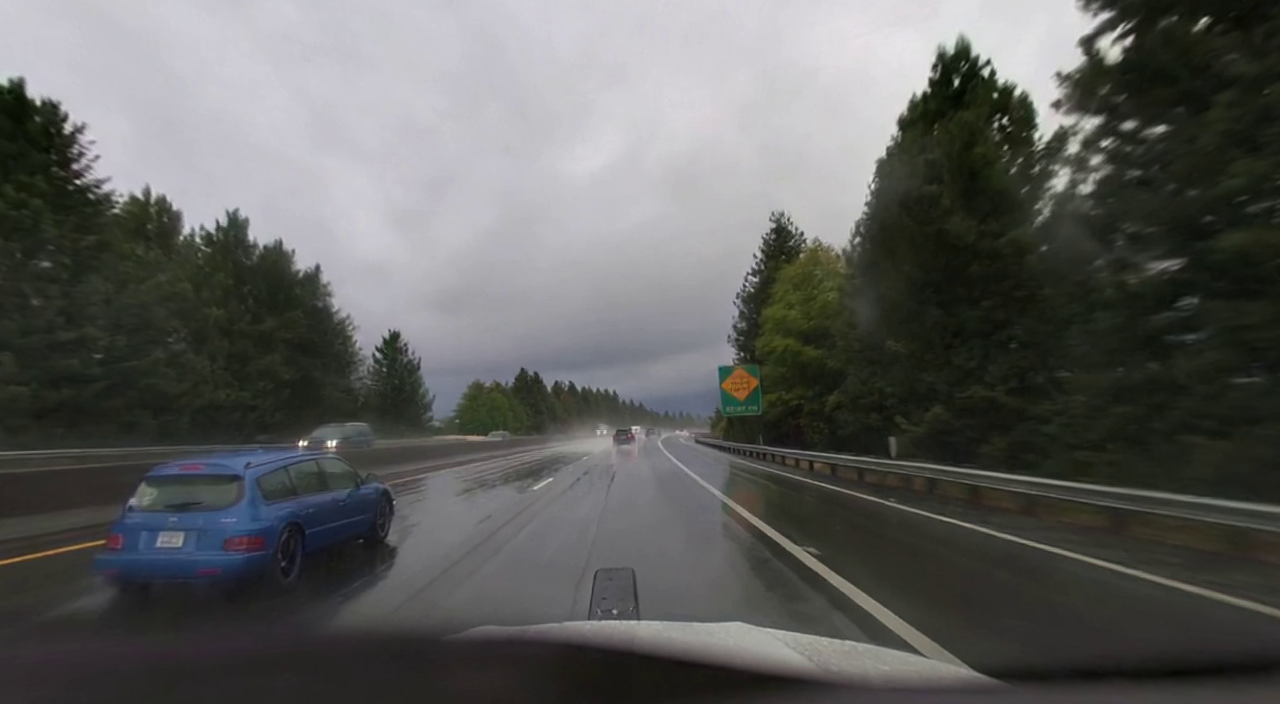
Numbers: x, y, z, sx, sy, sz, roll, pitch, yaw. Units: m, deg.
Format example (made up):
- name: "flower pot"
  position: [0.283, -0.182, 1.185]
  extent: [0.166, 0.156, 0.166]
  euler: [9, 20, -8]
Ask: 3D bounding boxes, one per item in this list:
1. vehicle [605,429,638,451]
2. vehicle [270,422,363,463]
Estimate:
- name: "vehicle"
  position: [-1.289, 6.452, 46.178]
  extent: [2.051, 1.529, 4.303]
  euler: [-1, -8, 3]
- name: "vehicle"
  position: [-16.047, 4.523, 31.596]
  extent: [2.030, 1.866, 4.818]
  euler: [0, -8, 1]
